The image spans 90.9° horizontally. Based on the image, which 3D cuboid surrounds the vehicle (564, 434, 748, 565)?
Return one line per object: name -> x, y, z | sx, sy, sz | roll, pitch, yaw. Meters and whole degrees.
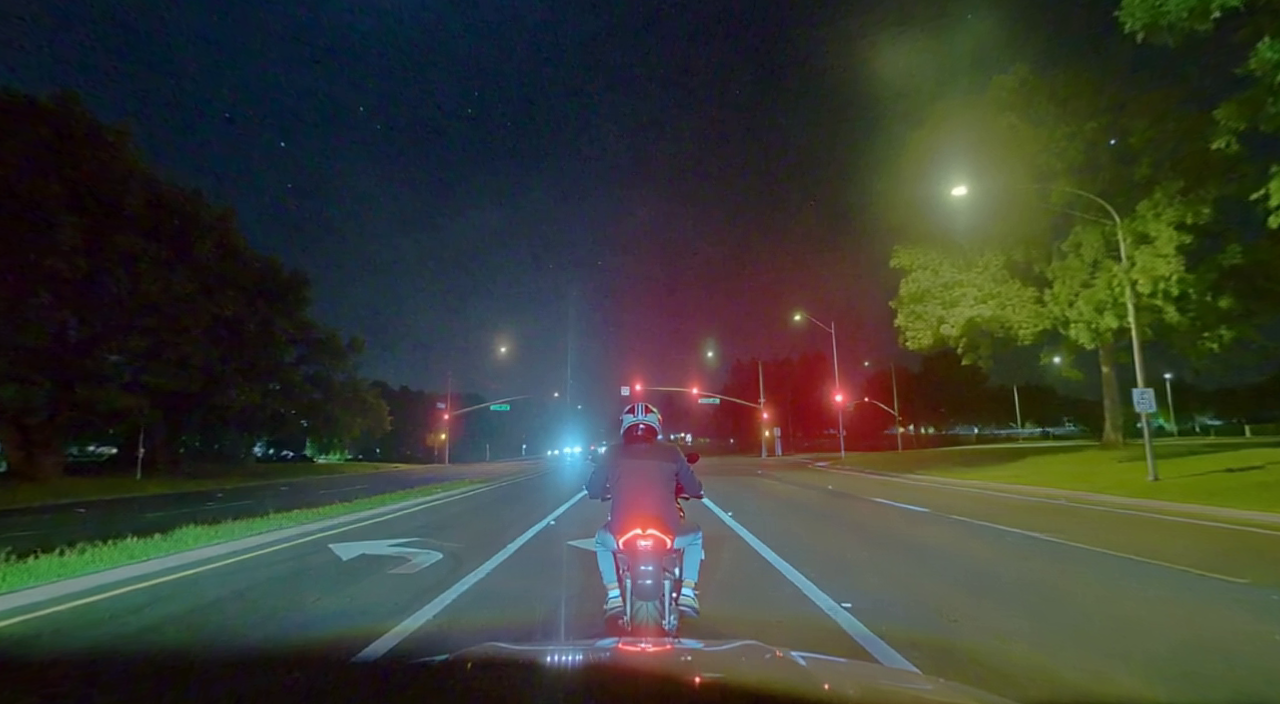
vehicle -> 0.138, 2.000, 9.435 | 2.093, 1.450, 4.437 | 0, -8, -1
